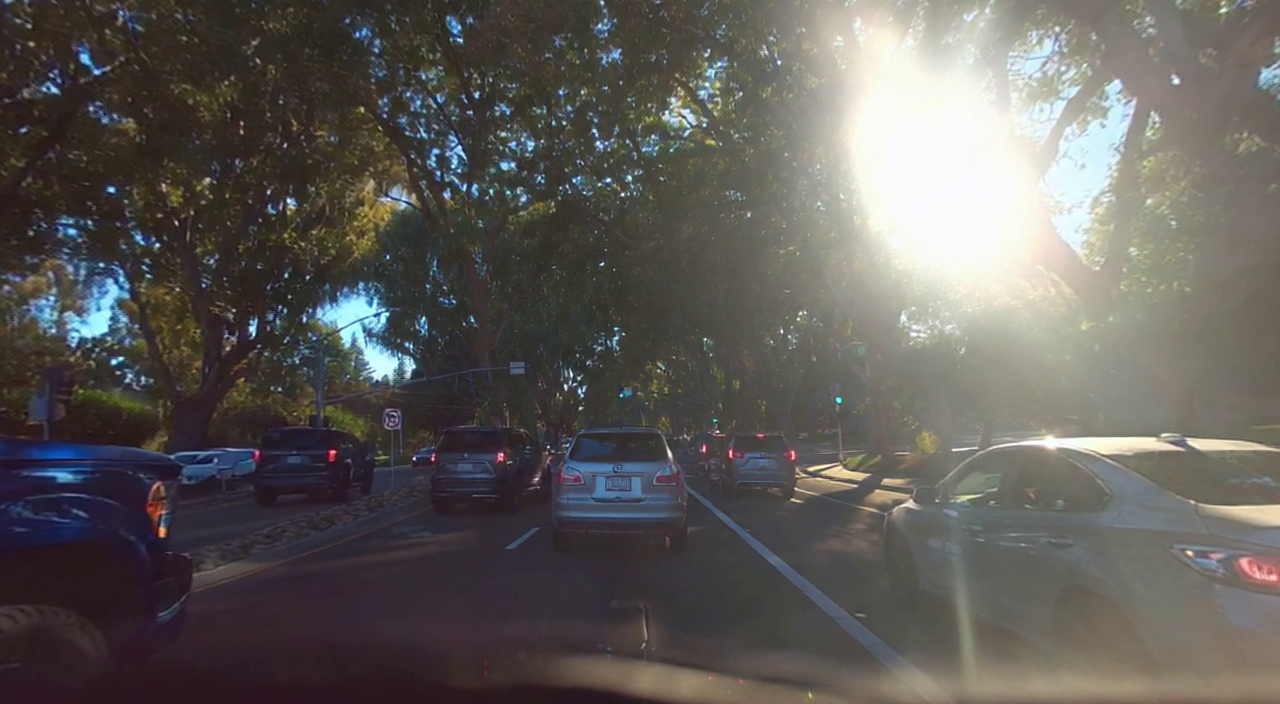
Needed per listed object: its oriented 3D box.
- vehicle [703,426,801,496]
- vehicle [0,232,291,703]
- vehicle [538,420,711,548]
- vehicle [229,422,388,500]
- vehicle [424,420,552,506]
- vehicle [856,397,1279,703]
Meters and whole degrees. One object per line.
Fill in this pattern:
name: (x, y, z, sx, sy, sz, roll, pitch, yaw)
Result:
vehicle: (3.204, 3.225, 19.065, 2.102, 1.841, 4.587, 0, -8, 0)
vehicle: (-3.453, 0.441, 0.846, 2.656, 2.021, 5.800, 0, -8, 0)
vehicle: (-0.210, 1.958, 9.937, 2.194, 1.607, 3.690, 0, -8, 0)
vehicle: (-8.414, 2.807, 16.658, 2.385, 1.687, 5.025, 2, -9, -12)
vehicle: (-3.651, 2.765, 16.090, 2.089, 1.857, 4.488, 0, -8, 1)
vehicle: (3.017, 1.121, 3.626, 1.874, 1.477, 4.698, 0, -8, 0)
